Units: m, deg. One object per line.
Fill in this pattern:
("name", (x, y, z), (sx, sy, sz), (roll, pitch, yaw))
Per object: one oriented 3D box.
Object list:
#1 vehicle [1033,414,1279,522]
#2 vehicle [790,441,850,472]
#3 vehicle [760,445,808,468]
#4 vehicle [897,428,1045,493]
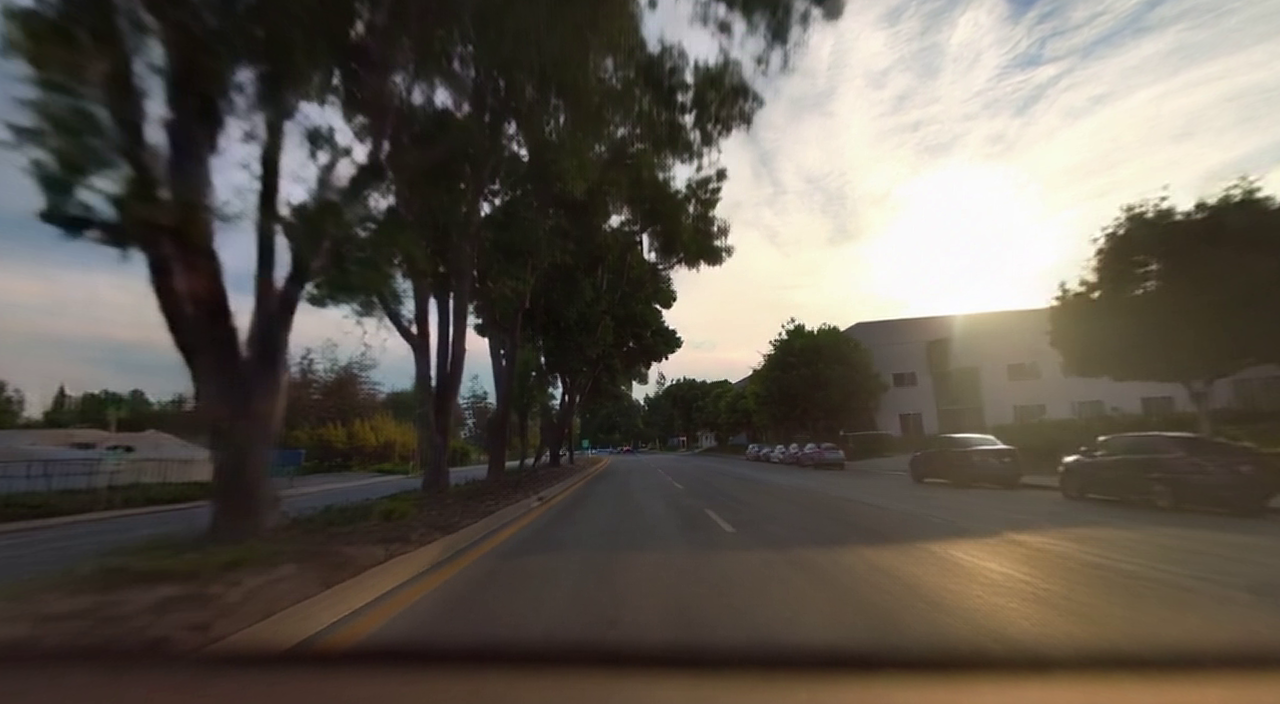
("vehicle", (9.948, 2.137, 12.059), (1.984, 1.672, 4.262), (0, -9, -2))
("vehicle", (9.792, 5.714, 34.768), (1.970, 1.610, 4.247), (0, -9, -1))
("vehicle", (9.562, 6.961, 42.268), (1.930, 1.453, 4.665), (0, -9, -2))
("vehicle", (9.866, 3.271, 19.365), (2.037, 1.732, 4.530), (0, -9, 0))
